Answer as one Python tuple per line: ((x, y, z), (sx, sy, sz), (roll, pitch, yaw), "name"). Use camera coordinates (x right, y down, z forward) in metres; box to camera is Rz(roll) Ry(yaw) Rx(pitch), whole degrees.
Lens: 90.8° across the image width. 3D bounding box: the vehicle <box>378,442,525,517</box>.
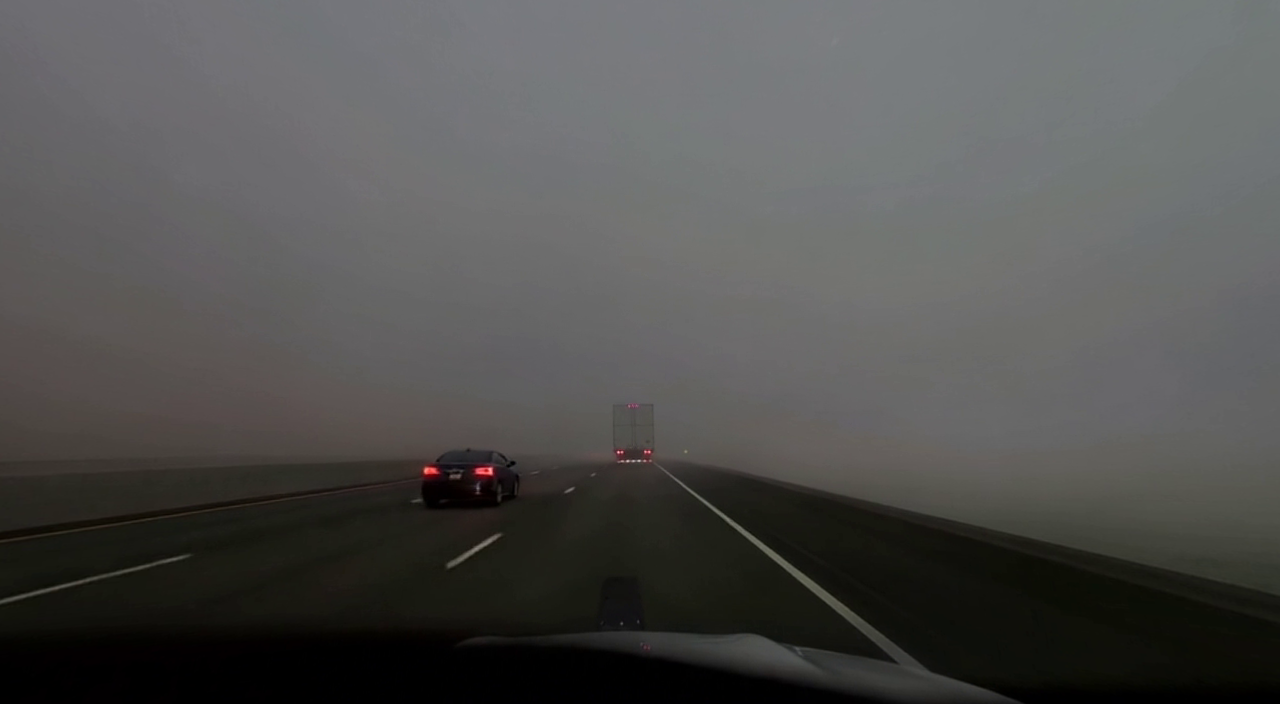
((-4.193, 2.915, 15.051), (1.892, 1.471, 5.047), (0, -9, 1), "vehicle")
